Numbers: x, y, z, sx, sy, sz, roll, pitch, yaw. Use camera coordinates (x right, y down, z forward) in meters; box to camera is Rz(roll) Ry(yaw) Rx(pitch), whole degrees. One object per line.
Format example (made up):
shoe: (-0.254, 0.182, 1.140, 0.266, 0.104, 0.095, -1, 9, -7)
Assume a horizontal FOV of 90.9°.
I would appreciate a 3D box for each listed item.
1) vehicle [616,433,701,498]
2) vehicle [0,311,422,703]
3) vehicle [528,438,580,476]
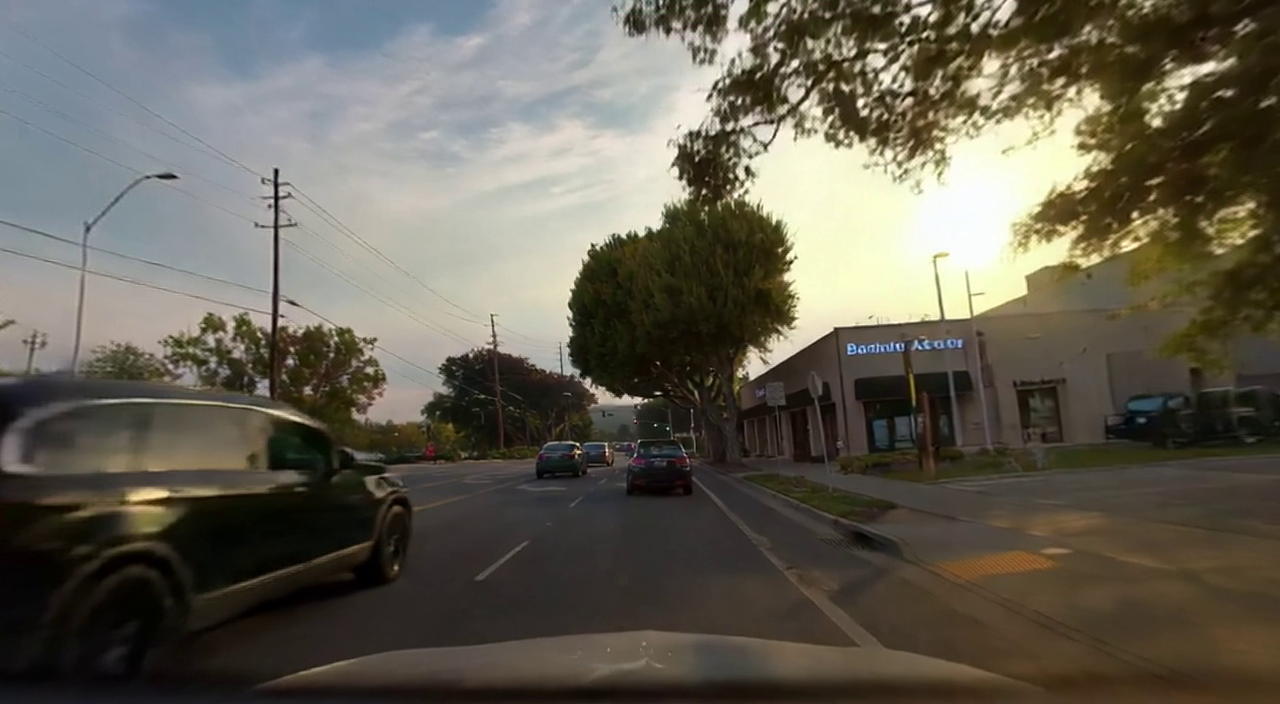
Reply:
vehicle: (0.428, 3.145, 17.920, 2.108, 1.612, 4.246, 0, -8, -1)
vehicle: (-3.494, 1.024, 4.214, 2.064, 1.859, 5.154, 0, -8, 2)
vehicle: (-4.086, 5.029, 30.568, 1.862, 1.694, 4.315, 0, -8, 0)
